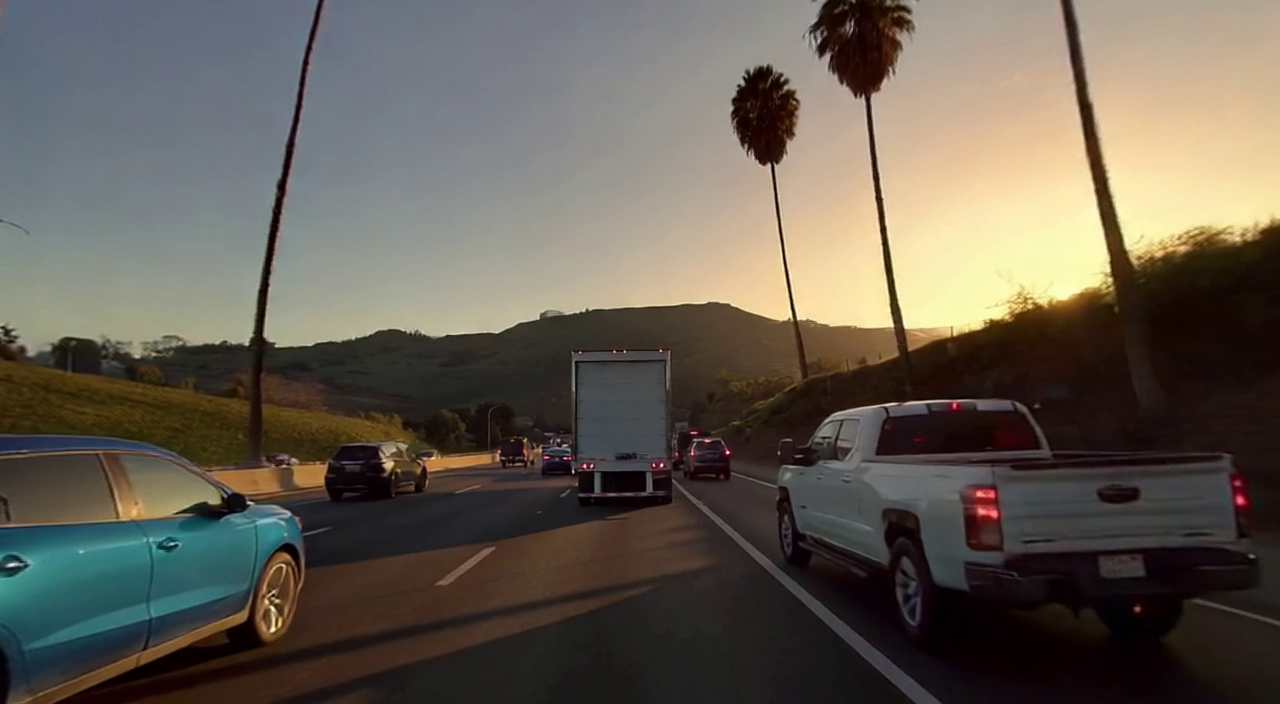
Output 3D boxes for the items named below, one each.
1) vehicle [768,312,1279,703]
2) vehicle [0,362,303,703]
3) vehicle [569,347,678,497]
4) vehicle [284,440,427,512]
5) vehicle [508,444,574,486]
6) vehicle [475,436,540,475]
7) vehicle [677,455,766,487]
[{"bbox_3d":[2.630,1.184,4.801,2.098,1.827,5.538,0,-9,-1],"label":"vehicle"},{"bbox_3d":[-3.316,0.884,2.363,1.885,1.654,4.103,0,-9,-1],"label":"vehicle"},{"bbox_3d":[-0.391,2.676,22.428,2.906,4.040,10.743,0,-9,1],"label":"vehicle"},{"bbox_3d":[-7.069,3.104,16.235,1.766,1.585,4.094,0,-9,-1],"label":"vehicle"},{"bbox_3d":[-3.761,4.369,24.815,1.874,1.475,4.328,0,-9,0],"label":"vehicle"},{"bbox_3d":[-7.305,5.771,35.448,2.344,1.954,5.579,0,-9,1],"label":"vehicle"},{"bbox_3d":[2.977,4.568,24.665,2.635,1.036,5.568,0,-9,-1],"label":"vehicle"}]
